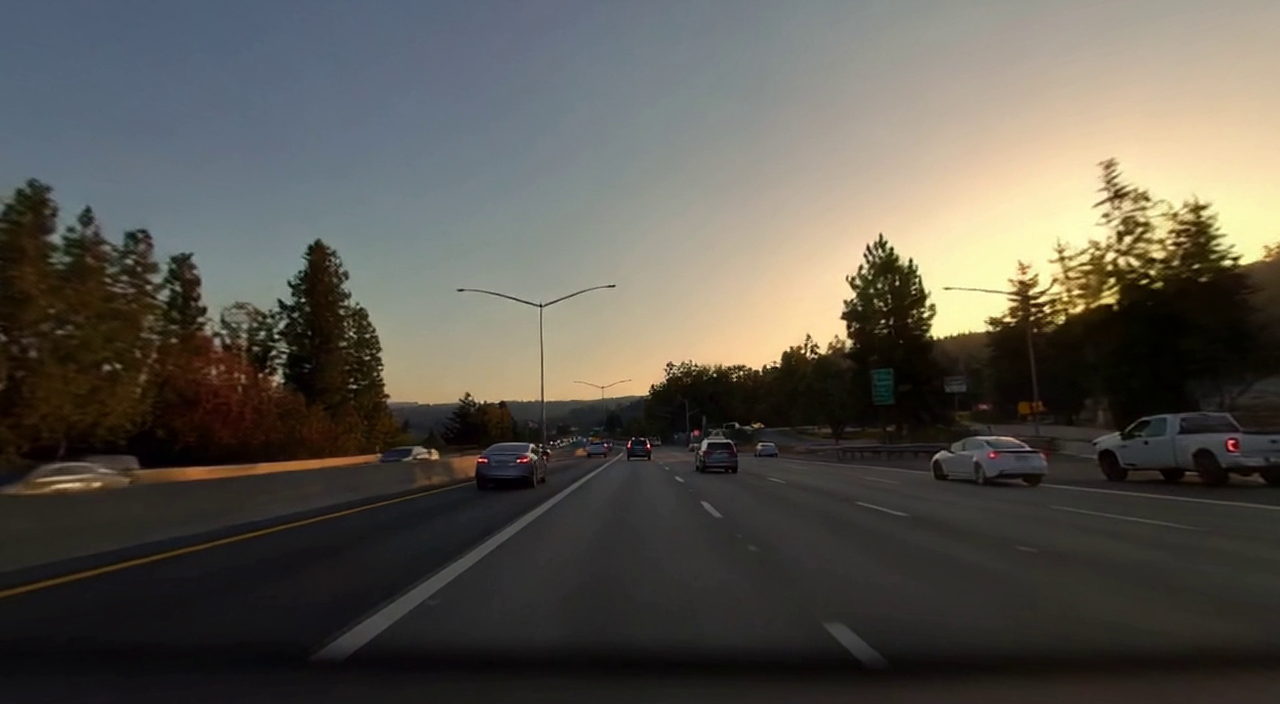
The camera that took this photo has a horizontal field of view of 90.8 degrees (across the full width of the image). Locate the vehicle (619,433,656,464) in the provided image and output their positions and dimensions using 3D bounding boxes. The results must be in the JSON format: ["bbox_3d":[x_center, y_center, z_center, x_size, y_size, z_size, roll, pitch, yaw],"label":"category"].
[{"bbox_3d":[-0.181,6.064,39.828,2.192,1.813,4.864,0,-8,0],"label":"vehicle"}]

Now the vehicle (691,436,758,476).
[{"bbox_3d":[3.293,4.181,25.569,2.007,1.469,4.337,0,-8,-1],"label":"vehicle"}]

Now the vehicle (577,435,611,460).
[{"bbox_3d":[-3.511,7.490,49.391,2.294,1.825,4.932,0,-8,0],"label":"vehicle"}]

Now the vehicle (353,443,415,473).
[{"bbox_3d":[-13.066,5.426,32.438,1.617,1.421,3.520,0,-8,1],"label":"vehicle"}]

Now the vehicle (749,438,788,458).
[{"bbox_3d":[9.841,7.369,48.604,1.945,1.461,4.230,0,-8,-2],"label":"vehicle"}]

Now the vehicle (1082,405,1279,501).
[{"bbox_3d":[12.912,2.255,14.373,2.076,1.799,4.871,0,-8,-1],"label":"vehicle"}]

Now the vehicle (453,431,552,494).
[{"bbox_3d":[-3.969,3.246,18.961,1.992,1.651,4.185,0,-8,0],"label":"vehicle"}]

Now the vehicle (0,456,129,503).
[{"bbox_3d":[-22.842,4.872,24.565,2.028,1.520,4.654,0,-8,0],"label":"vehicle"}]

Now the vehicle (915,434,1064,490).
[{"bbox_3d":[9.593,3.034,17.761,1.910,1.384,3.867,0,-8,-1],"label":"vehicle"}]
